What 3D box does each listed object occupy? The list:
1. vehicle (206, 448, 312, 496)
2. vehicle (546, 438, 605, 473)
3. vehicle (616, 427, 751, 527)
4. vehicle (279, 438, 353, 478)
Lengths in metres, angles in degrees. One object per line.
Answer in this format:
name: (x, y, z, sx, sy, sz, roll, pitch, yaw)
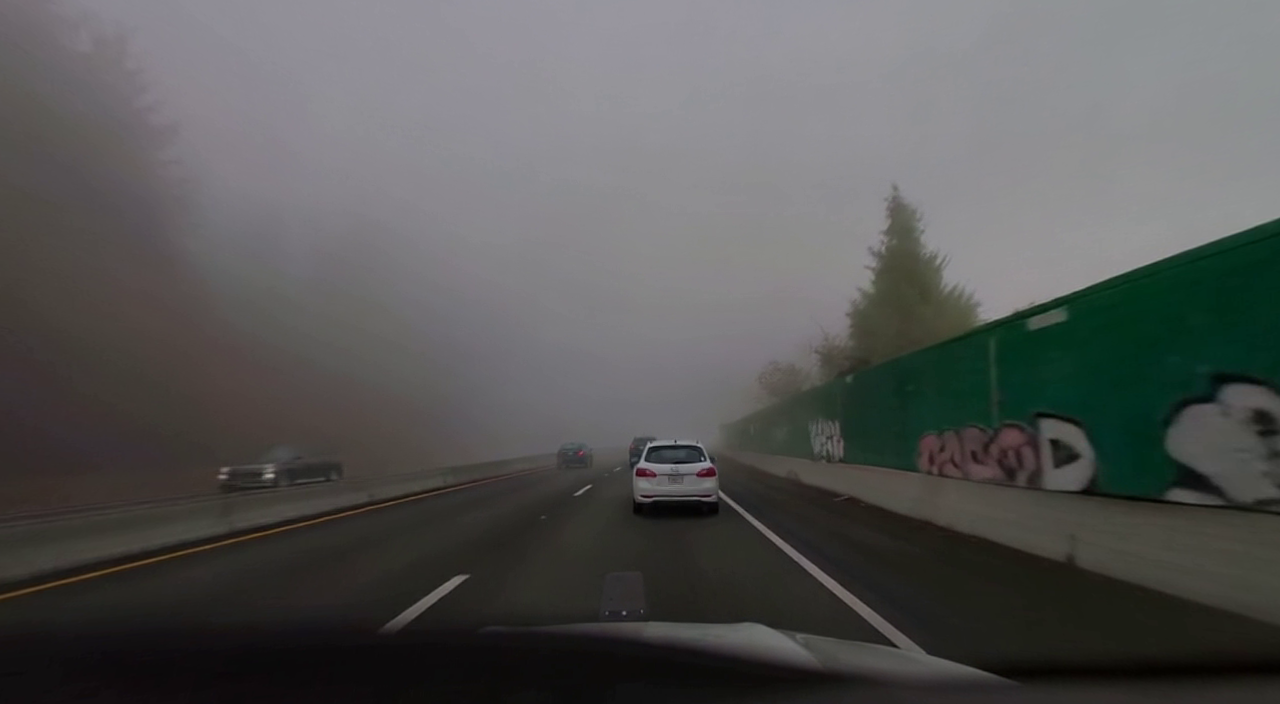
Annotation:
vehicle: (-15.830, 4.962, 26.440, 1.910, 1.820, 4.007, 0, -8, 0)
vehicle: (-2.898, 4.776, 29.337, 2.059, 1.471, 4.152, -1, -8, 3)
vehicle: (0.693, 2.216, 11.720, 2.077, 1.533, 3.854, 0, -8, 1)
vehicle: (-15.871, 5.173, 31.005, 1.831, 1.837, 3.199, 0, -8, 2)
